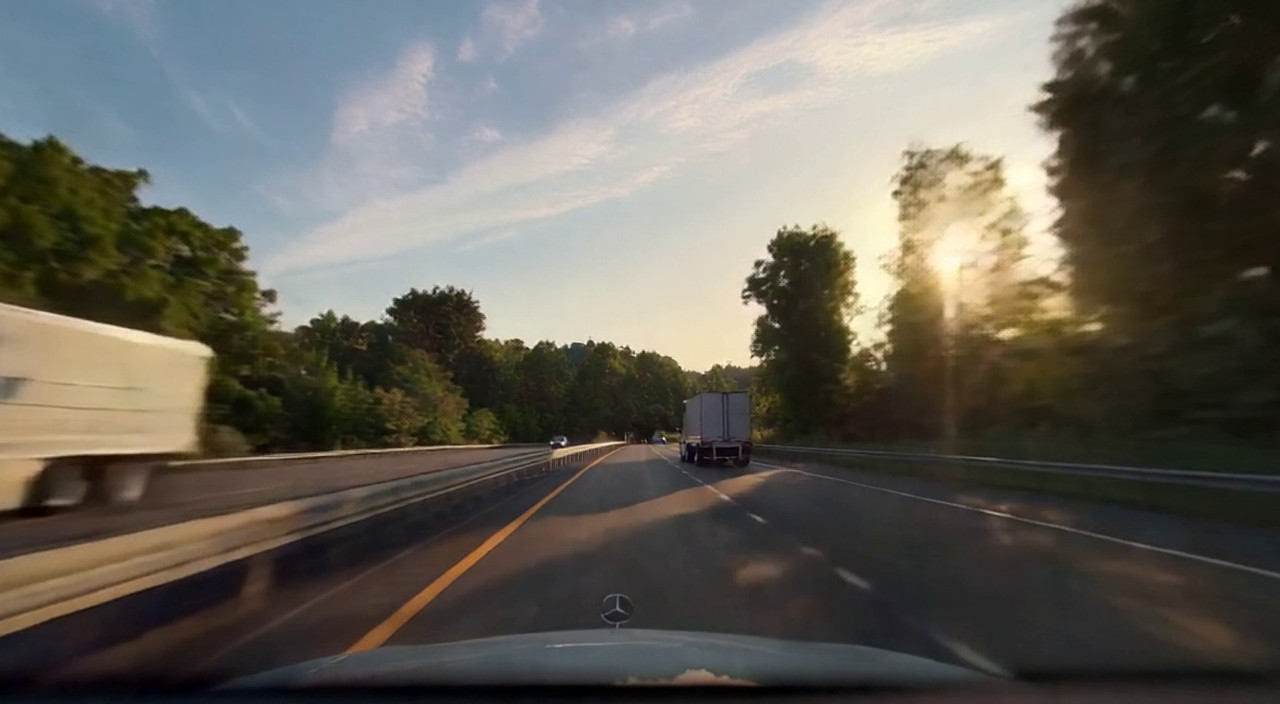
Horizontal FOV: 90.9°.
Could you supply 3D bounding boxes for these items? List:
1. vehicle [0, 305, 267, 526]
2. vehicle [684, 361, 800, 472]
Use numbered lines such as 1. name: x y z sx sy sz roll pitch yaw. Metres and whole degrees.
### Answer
1. vehicle: -13.230 1.677 15.627 2.903 4.077 8.147 0 -7 0
2. vehicle: 4.168 3.225 29.851 2.951 4.007 13.976 0 -7 -1
